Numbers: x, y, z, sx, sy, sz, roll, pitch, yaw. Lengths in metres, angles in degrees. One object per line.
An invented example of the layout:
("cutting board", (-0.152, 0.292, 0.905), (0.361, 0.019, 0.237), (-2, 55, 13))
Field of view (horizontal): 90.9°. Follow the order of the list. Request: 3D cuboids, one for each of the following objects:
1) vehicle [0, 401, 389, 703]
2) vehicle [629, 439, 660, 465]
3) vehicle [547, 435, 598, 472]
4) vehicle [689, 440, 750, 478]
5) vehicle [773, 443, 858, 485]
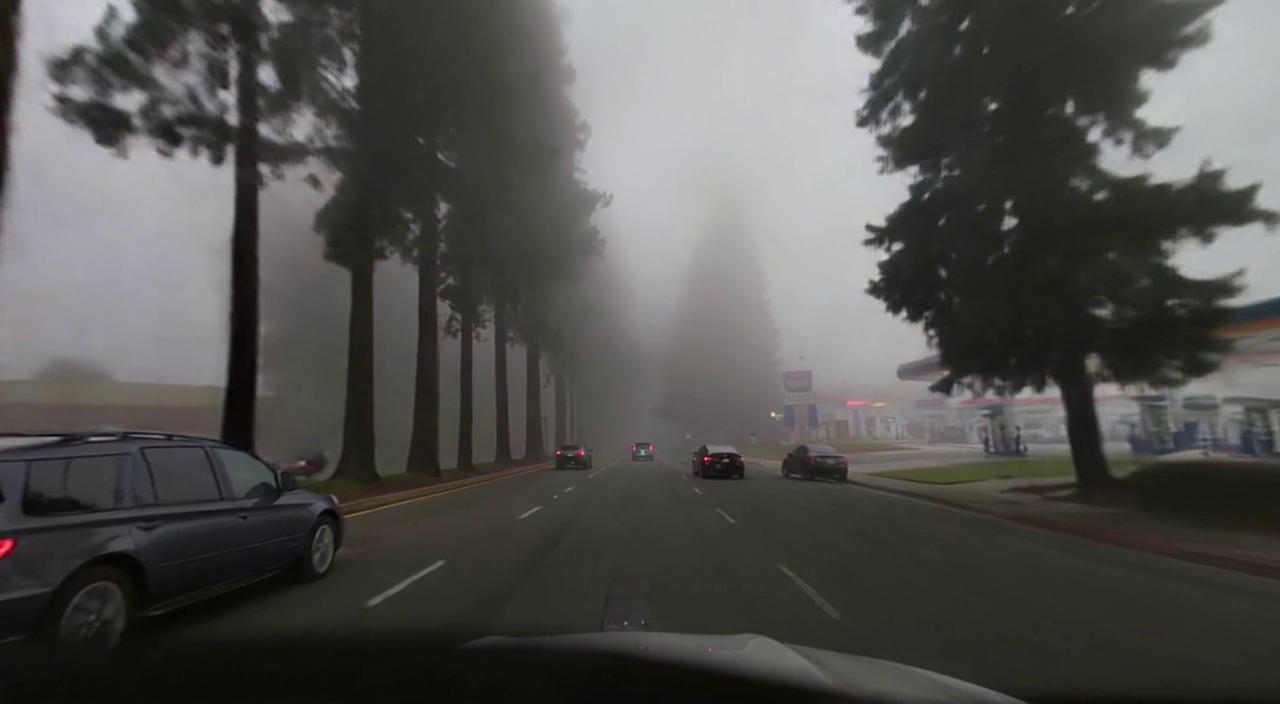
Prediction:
("vehicle", (-4.067, 1.288, 4.949), (1.988, 1.530, 5.155), (0, -8, 1))
("vehicle", (0.264, 6.473, 40.916), (1.922, 1.579, 3.642), (0, -8, 0))
("vehicle", (-3.384, 5.220, 32.567), (2.051, 1.747, 4.370), (0, -8, 1))
("vehicle", (3.325, 4.576, 27.268), (2.010, 1.486, 4.498), (0, -8, 0))
("vehicle", (6.386, 4.109, 23.478), (1.856, 1.421, 4.357), (0, -8, -1))
